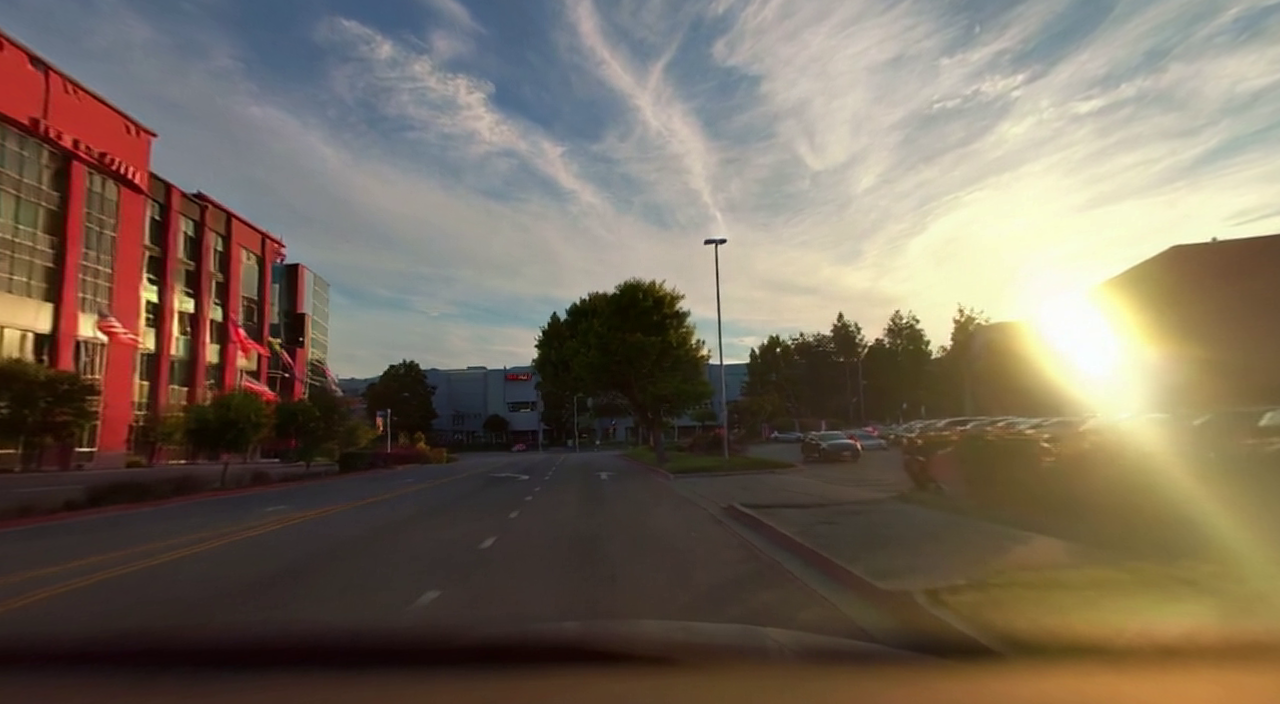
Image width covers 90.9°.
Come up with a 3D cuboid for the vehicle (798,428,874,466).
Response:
[{"bbox_3d":[8.446,4.107,27.437,1.769,1.516,3.520,1,-8,-8],"label":"vehicle"}]
